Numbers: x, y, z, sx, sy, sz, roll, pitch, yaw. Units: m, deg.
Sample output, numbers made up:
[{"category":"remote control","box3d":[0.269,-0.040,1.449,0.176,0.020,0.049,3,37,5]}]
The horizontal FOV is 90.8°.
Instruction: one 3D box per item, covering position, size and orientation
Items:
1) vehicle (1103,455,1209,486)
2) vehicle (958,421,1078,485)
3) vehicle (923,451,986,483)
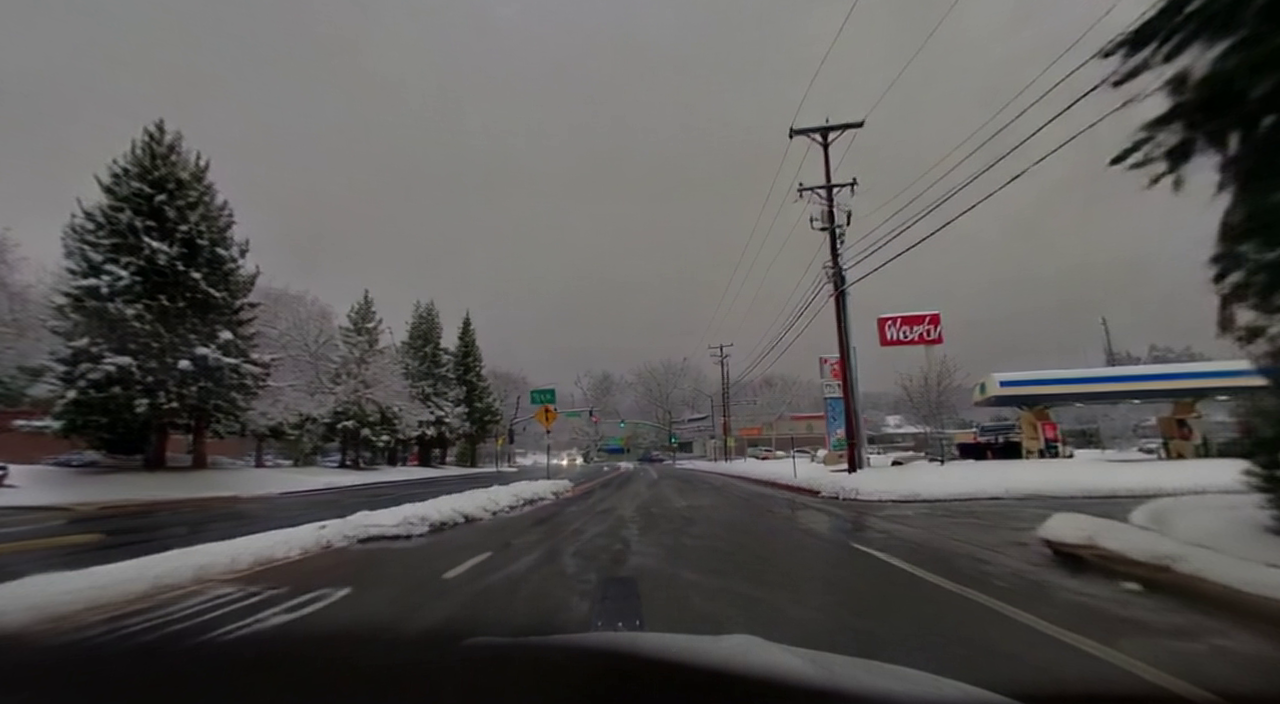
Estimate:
[{"category":"vehicle","box3d":[26.597,6.099,32.773,2.113,1.461,3.997,0,-9,1]},{"category":"vehicle","box3d":[19.011,5.106,32.268,2.642,2.930,5.826,-1,-8,3]},{"category":"vehicle","box3d":[19.501,7.116,39.403,2.041,1.674,4.301,3,-8,4]}]
